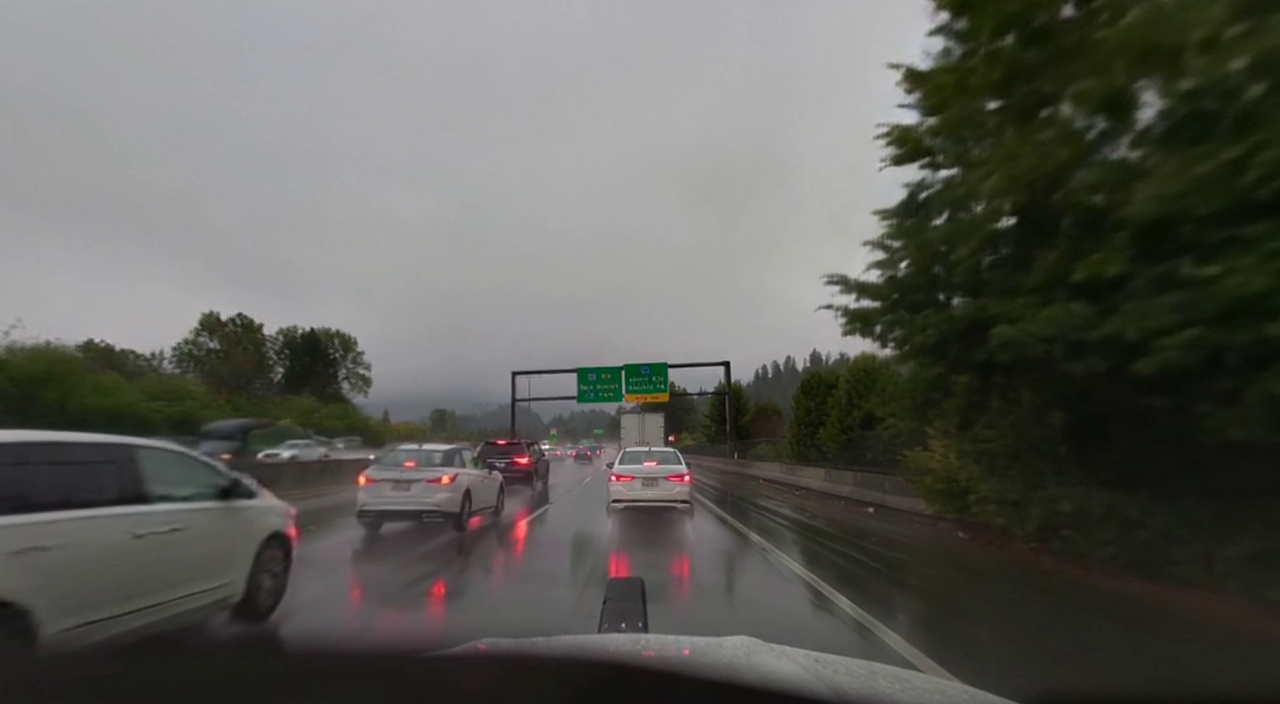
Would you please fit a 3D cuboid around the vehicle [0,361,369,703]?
[{"bbox_3d":[-3.649,1.057,3.716,2.165,1.638,4.317,0,-9,0],"label":"vehicle"}]

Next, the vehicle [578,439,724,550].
[{"bbox_3d":[0.161,2.229,10.395,1.995,1.495,3.380,0,-9,0],"label":"vehicle"}]

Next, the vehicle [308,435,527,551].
[{"bbox_3d":[-3.328,2.201,10.508,1.980,1.491,4.340,0,-9,1],"label":"vehicle"}]
